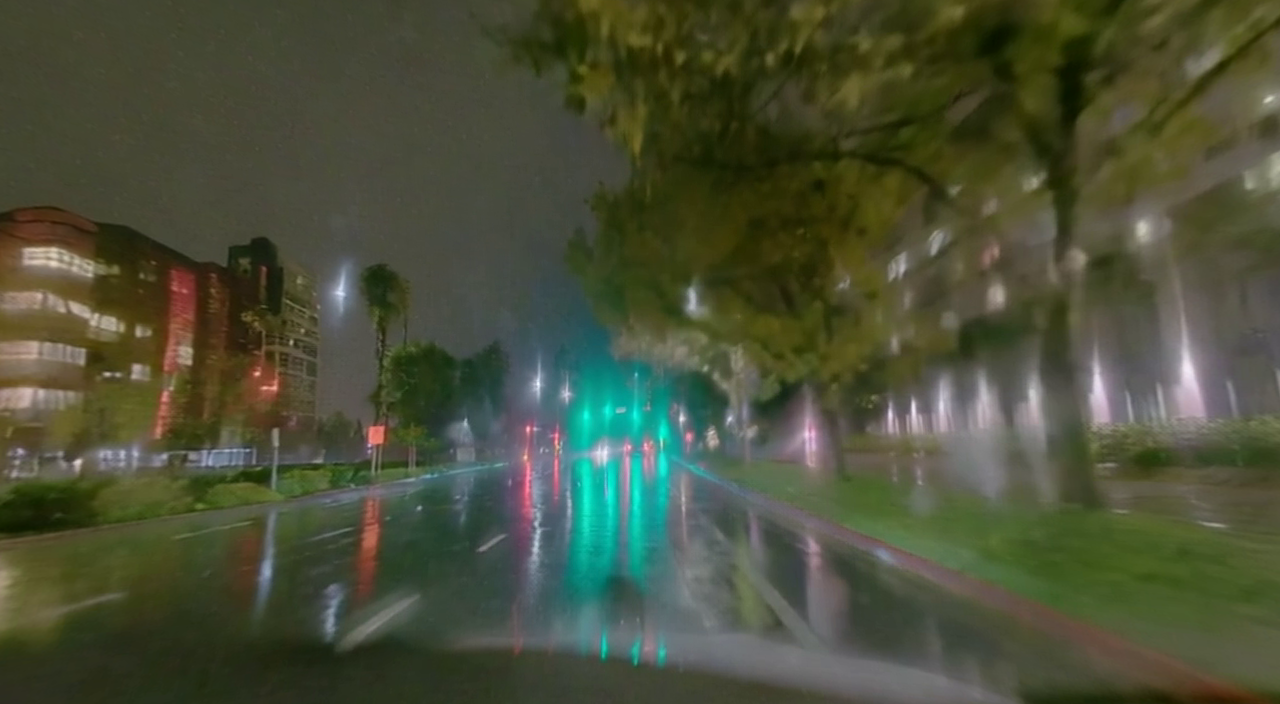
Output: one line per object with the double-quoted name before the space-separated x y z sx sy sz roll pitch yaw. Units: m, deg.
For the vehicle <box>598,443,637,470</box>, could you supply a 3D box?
"vehicle" -1.342 6.104 37.010 2.131 1.474 4.146 0 -9 -3
